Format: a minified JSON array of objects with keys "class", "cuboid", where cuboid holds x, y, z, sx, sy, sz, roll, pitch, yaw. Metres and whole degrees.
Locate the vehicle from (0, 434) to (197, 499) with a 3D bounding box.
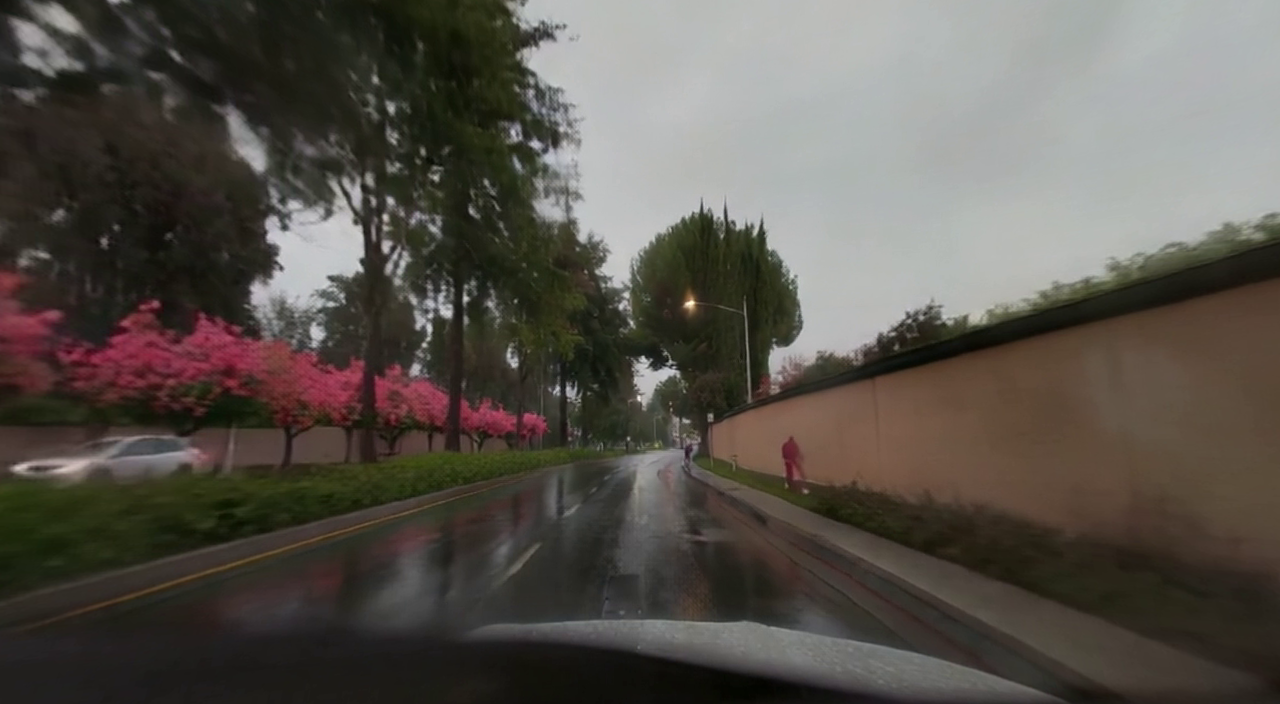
[{"class":"vehicle","cuboid":[-16.762,3.513,19.852,2.186,1.769,4.869,0,-8,-1]}]
